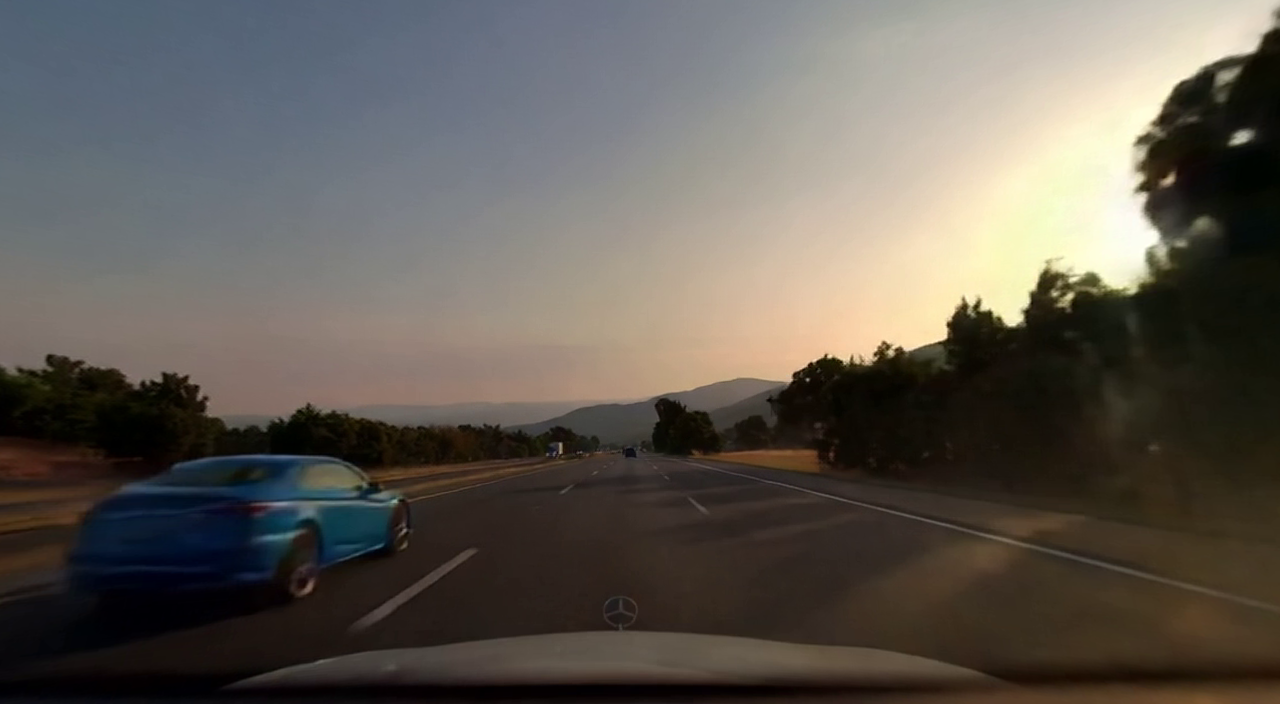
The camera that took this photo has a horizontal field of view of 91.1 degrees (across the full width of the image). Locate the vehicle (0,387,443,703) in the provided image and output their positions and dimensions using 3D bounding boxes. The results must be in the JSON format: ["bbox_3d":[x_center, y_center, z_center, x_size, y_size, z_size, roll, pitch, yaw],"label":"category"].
[{"bbox_3d":[-3.312,1.278,4.876,2.069,1.573,4.589,0,-9,0],"label":"vehicle"}]
